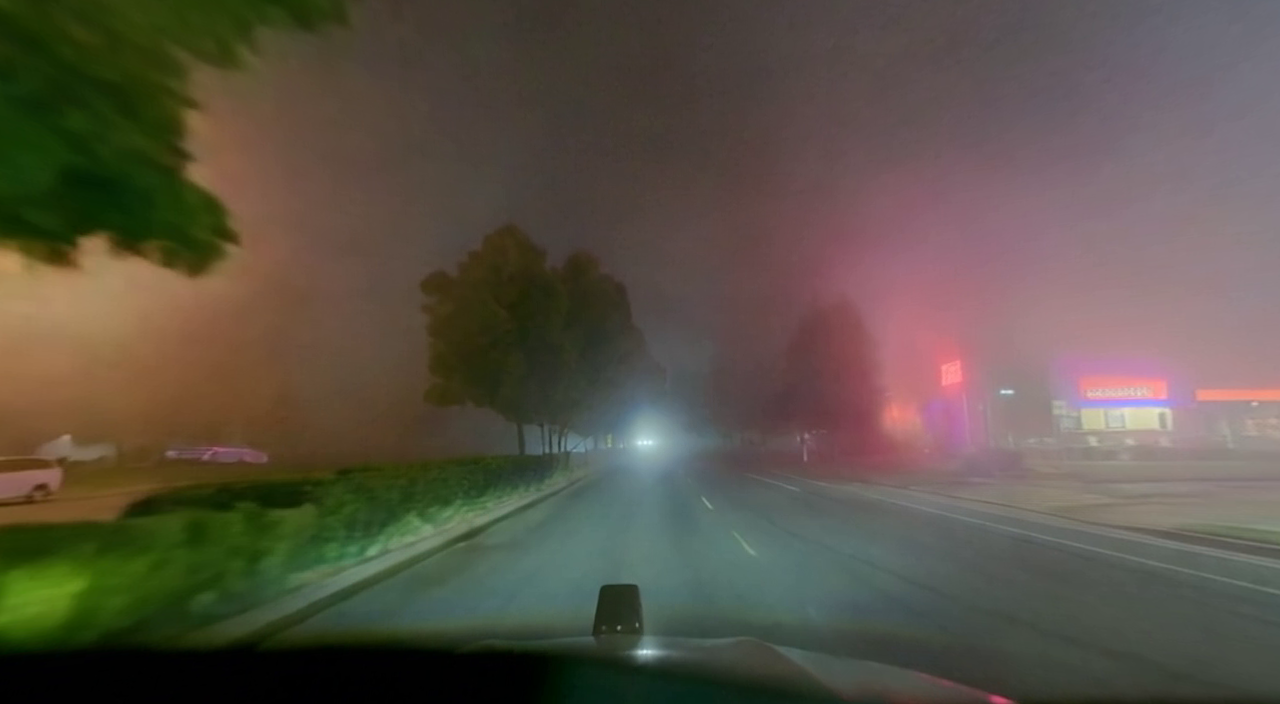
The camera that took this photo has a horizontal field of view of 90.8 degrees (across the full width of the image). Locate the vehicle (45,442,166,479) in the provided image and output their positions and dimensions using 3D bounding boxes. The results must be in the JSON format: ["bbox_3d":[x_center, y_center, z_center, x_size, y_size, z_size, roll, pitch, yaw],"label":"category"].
[{"bbox_3d":[-27.025,5.482,32.055,4.294,1.763,1.929,0,-9,-1],"label":"vehicle"}]

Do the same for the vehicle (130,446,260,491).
[{"bbox_3d":[-19.206,5.024,27.638,1.906,1.744,5.165,0,-9,0],"label":"vehicle"}]
